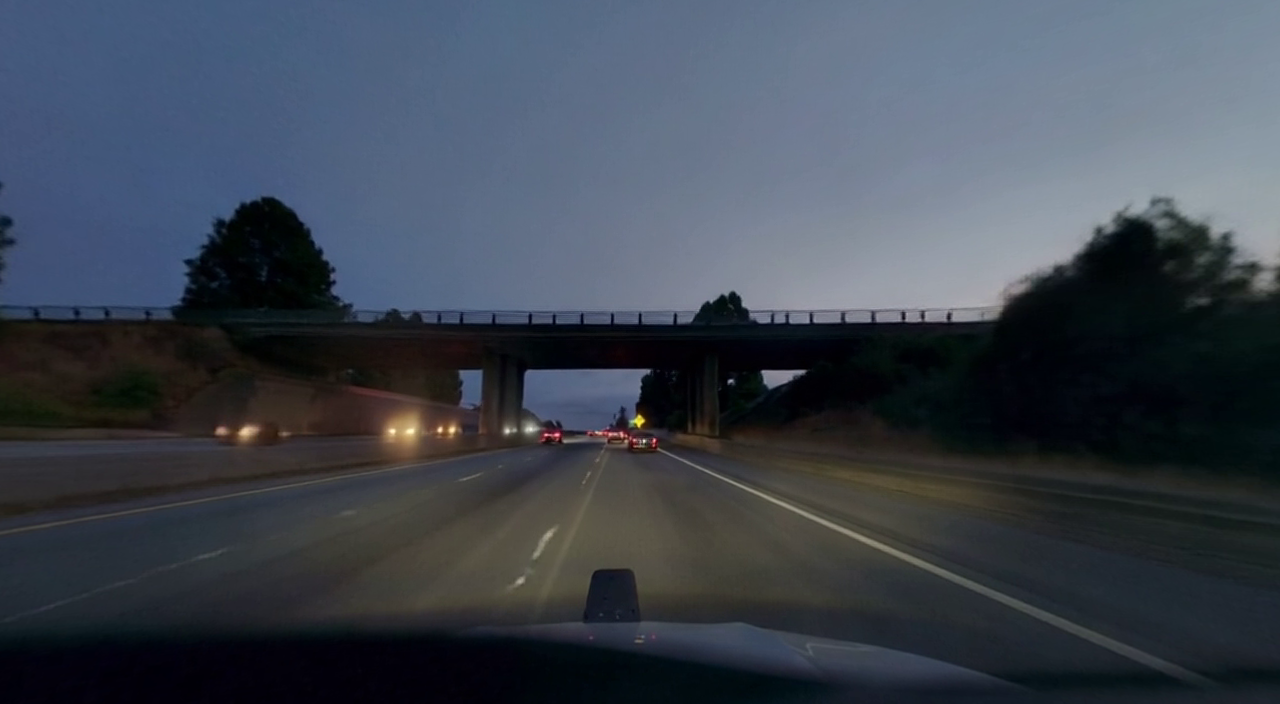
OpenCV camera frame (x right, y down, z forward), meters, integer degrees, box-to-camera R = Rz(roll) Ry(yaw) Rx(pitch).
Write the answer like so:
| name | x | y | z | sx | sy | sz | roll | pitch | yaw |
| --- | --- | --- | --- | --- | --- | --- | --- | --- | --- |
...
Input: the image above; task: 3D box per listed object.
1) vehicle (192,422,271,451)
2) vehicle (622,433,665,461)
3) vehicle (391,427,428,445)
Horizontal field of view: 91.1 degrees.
| name | x | y | z | sx | sy | sz | roll | pitch | yaw |
| --- | --- | --- | --- | --- | --- | --- | --- | --- | --- |
| vehicle | -21.287 | 4.419 | 32.932 | 1.746 | 1.401 | 3.823 | 1 | -8 | -4 |
| vehicle | 0.091 | 4.809 | 32.174 | 1.999 | 1.329 | 3.913 | 0 | -8 | -3 |
| vehicle | -17.773 | 6.480 | 48.557 | 1.622 | 1.361 | 3.497 | 0 | -8 | -2 |
